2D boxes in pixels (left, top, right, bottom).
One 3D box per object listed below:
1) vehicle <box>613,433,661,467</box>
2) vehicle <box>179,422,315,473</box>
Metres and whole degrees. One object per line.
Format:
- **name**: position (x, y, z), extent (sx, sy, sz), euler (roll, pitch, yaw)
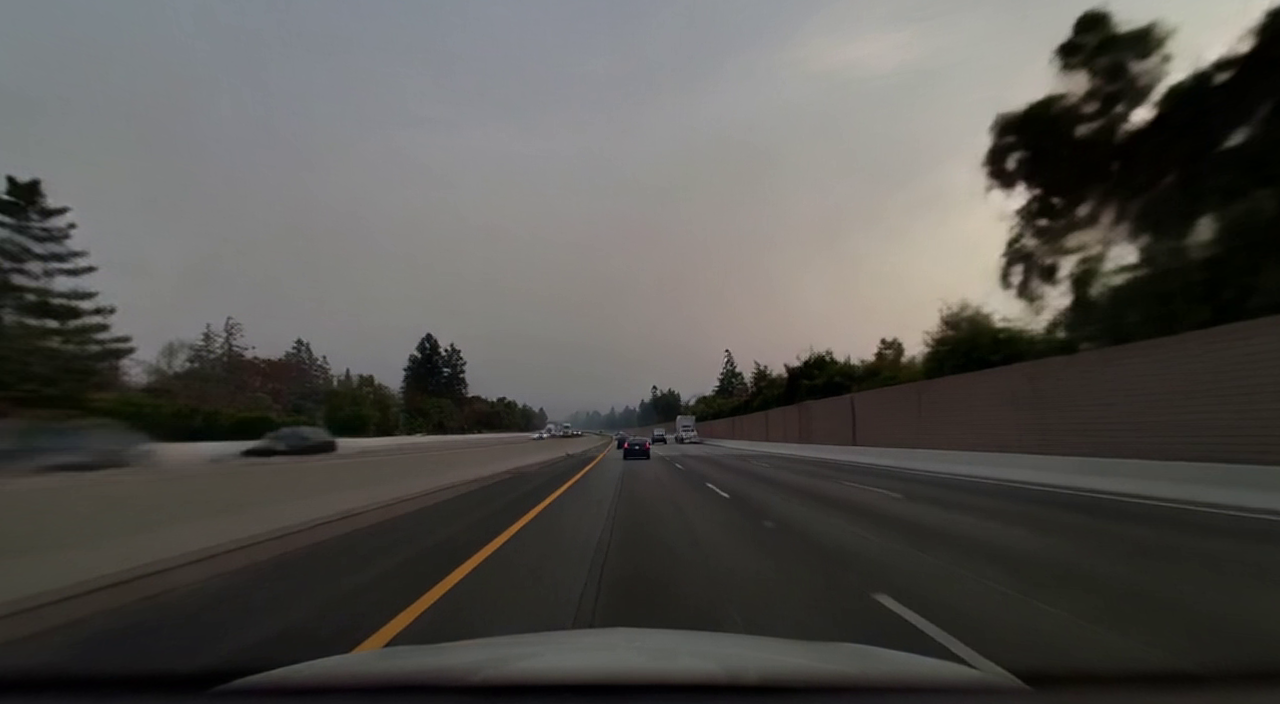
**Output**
- **vehicle**: position (-0.174, 4.604, 29.918), extent (2.119, 1.480, 4.000), euler (0, -8, -1)
- **vehicle**: position (-12.654, 3.092, 20.623), extent (1.883, 1.490, 3.959), euler (0, -8, 0)
